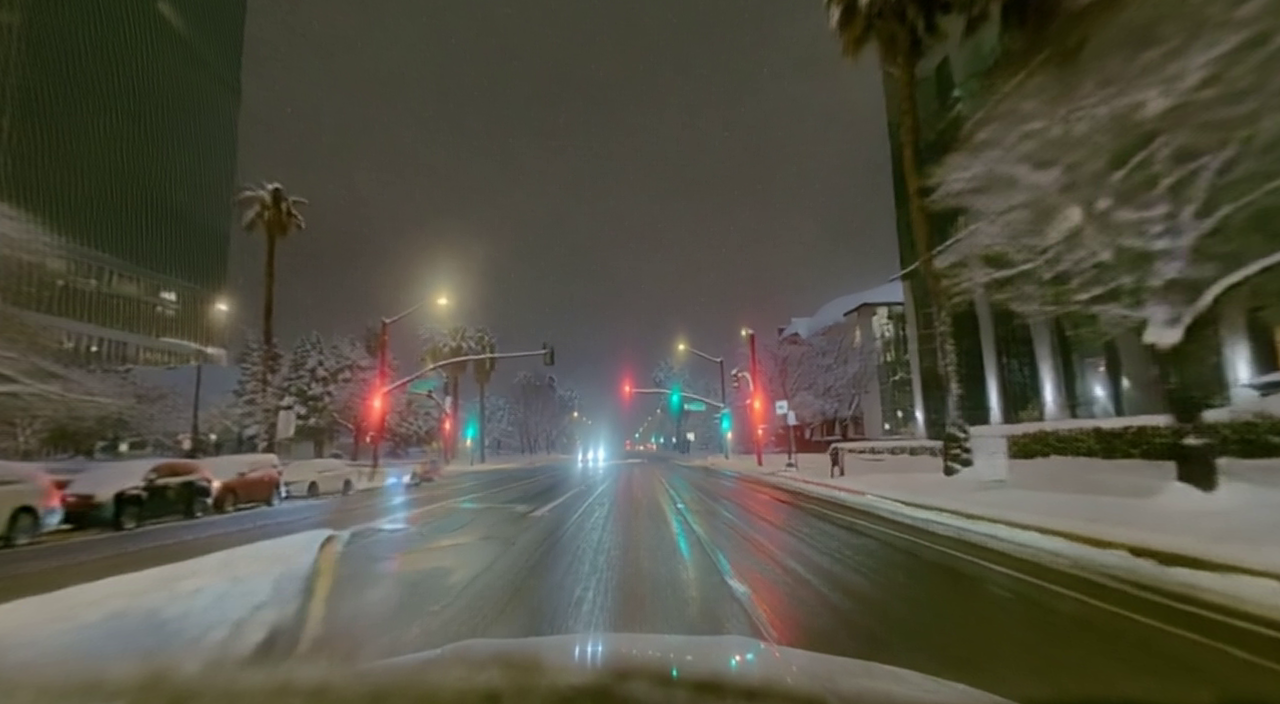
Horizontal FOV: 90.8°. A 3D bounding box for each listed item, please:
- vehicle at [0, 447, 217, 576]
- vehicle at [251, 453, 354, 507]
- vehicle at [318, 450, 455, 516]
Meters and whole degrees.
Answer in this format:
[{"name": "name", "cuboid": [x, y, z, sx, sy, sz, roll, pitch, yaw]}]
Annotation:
[{"name": "vehicle", "cuboid": [-9.659, 2.489, 10.687, 1.940, 1.726, 4.395, -1, -8, 0]}, {"name": "vehicle", "cuboid": [-13.296, 5.001, 25.182, 1.913, 1.694, 4.462, -5, -8, -4]}, {"name": "vehicle", "cuboid": [-6.499, 3.367, 16.807, 1.868, 1.467, 4.267, -1, -8, 0]}]
